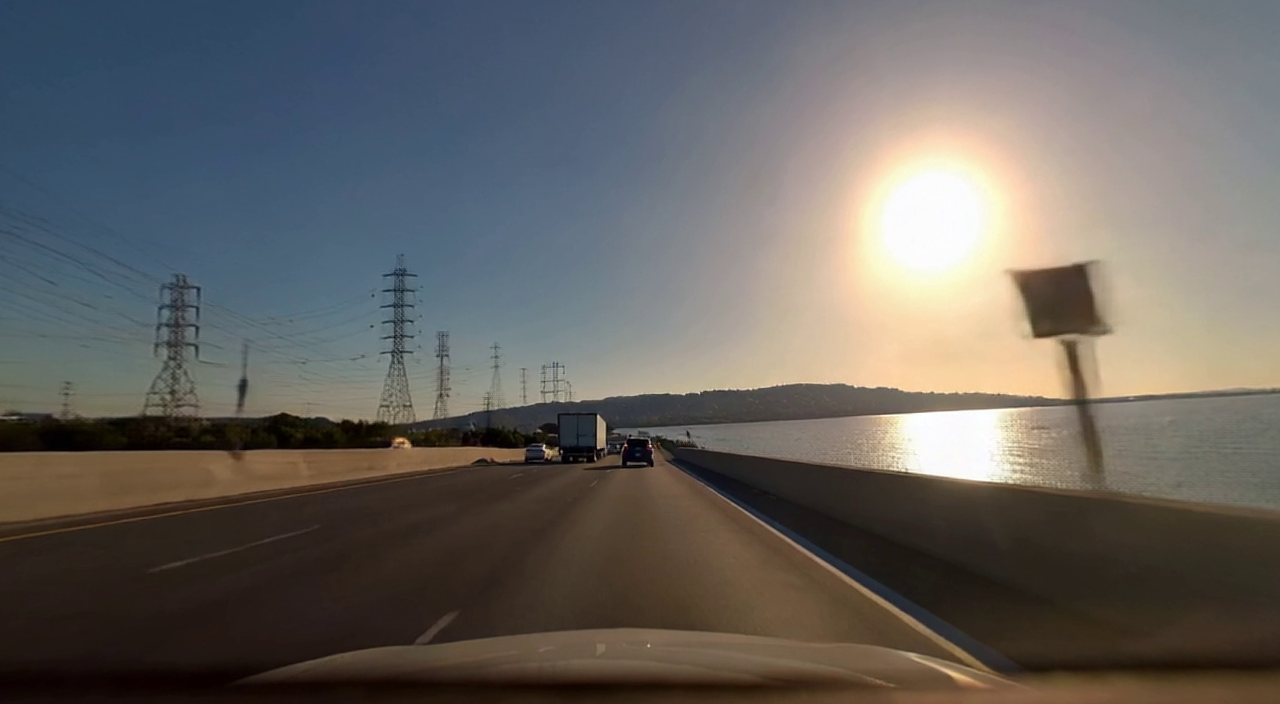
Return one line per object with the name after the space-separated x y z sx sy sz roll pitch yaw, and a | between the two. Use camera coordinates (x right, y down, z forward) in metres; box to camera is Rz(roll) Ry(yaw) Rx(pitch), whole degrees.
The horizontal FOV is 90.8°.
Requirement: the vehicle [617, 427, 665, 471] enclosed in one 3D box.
0.083 5.145 33.514 2.358 2.144 4.713 0 -8 0 | vehicle

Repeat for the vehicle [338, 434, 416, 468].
-16.338 6.192 39.628 2.457 1.972 5.755 0 -8 0 | vehicle

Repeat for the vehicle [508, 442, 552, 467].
-7.119 6.687 41.305 2.004 1.545 4.513 0 -8 1 | vehicle

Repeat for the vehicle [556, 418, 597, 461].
-3.795 5.265 38.007 2.178 2.522 2.054 0 -8 1 | vehicle
